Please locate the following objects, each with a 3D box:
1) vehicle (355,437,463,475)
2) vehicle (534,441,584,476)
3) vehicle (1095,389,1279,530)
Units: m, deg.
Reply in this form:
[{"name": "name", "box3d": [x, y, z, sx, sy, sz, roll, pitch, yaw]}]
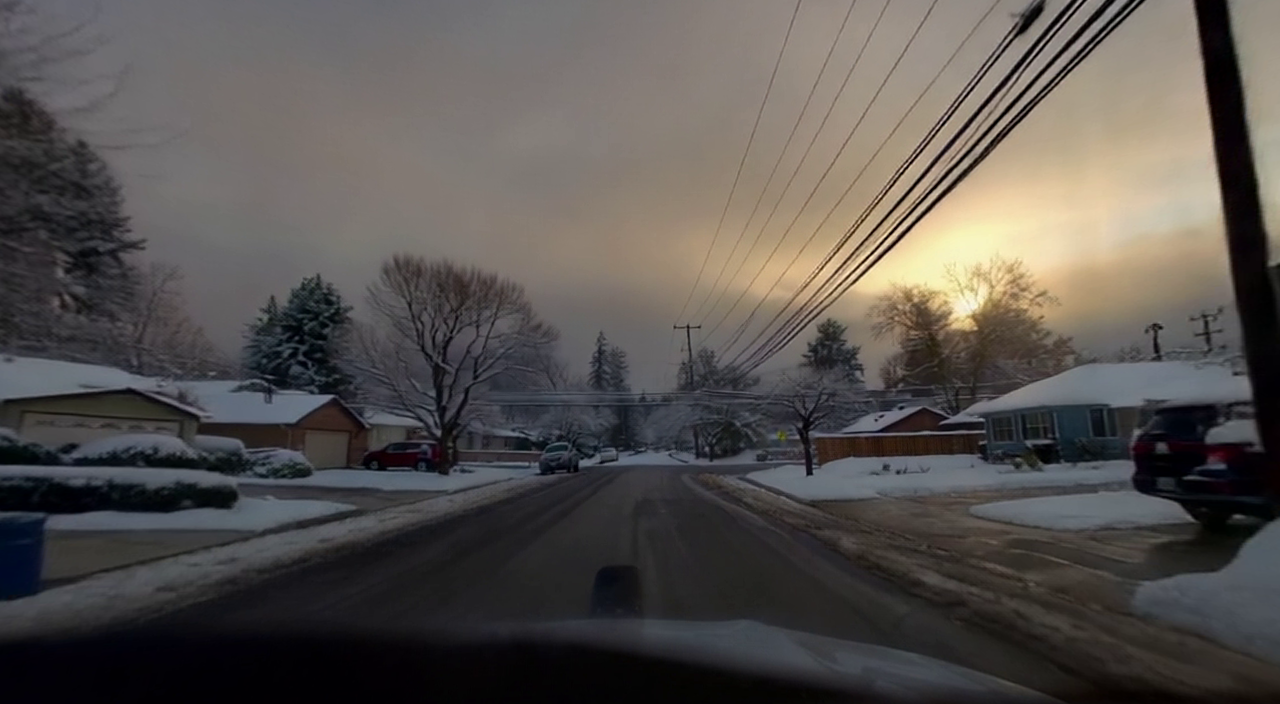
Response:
[{"name": "vehicle", "box3d": [-12.547, 5.698, 34.609, 5.033, 1.997, 2.126, 0, -9, 0]}, {"name": "vehicle", "box3d": [-5.558, 7.477, 44.358, 2.739, 2.164, 6.065, -2, -10, -1]}, {"name": "vehicle", "box3d": [10.676, 1.591, 9.569, 5.693, 1.886, 2.235, 0, -9, 2]}]
